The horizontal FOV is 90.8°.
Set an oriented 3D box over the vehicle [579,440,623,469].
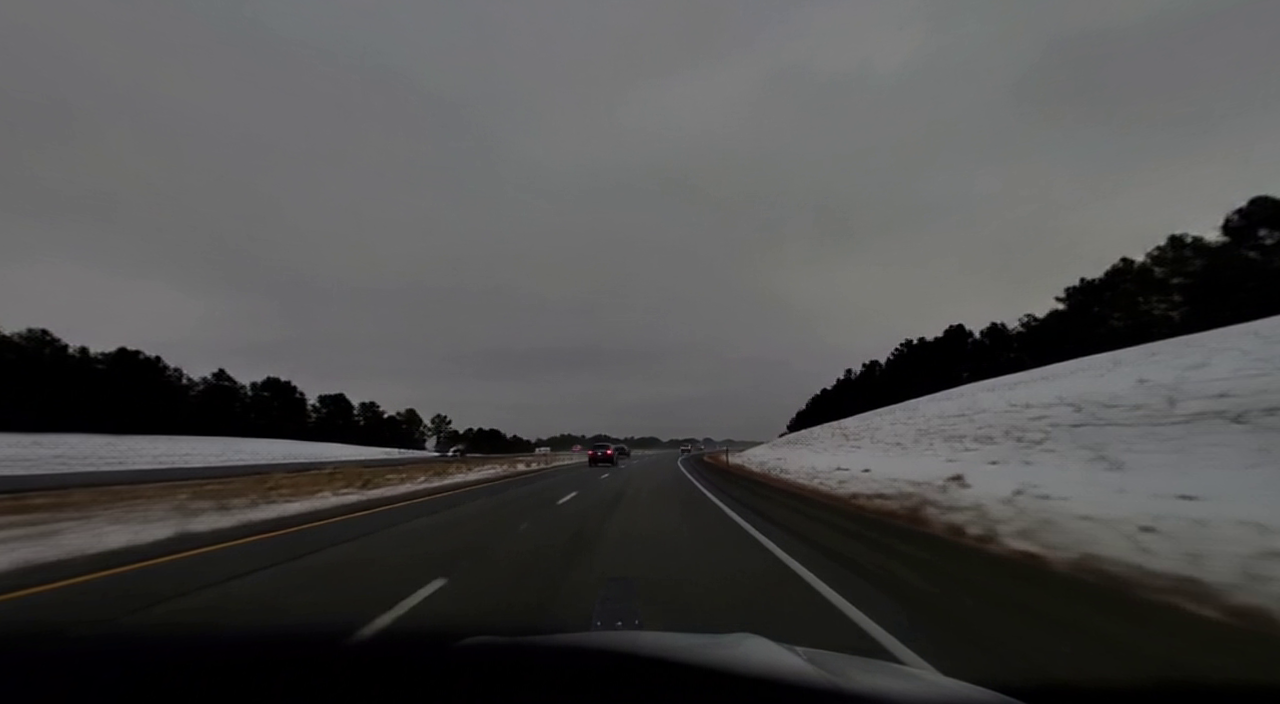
[{"bbox_3d":[-2.421,6.536,40.572,2.252,1.743,4.560,-1,-9,3],"label":"vehicle"}]
